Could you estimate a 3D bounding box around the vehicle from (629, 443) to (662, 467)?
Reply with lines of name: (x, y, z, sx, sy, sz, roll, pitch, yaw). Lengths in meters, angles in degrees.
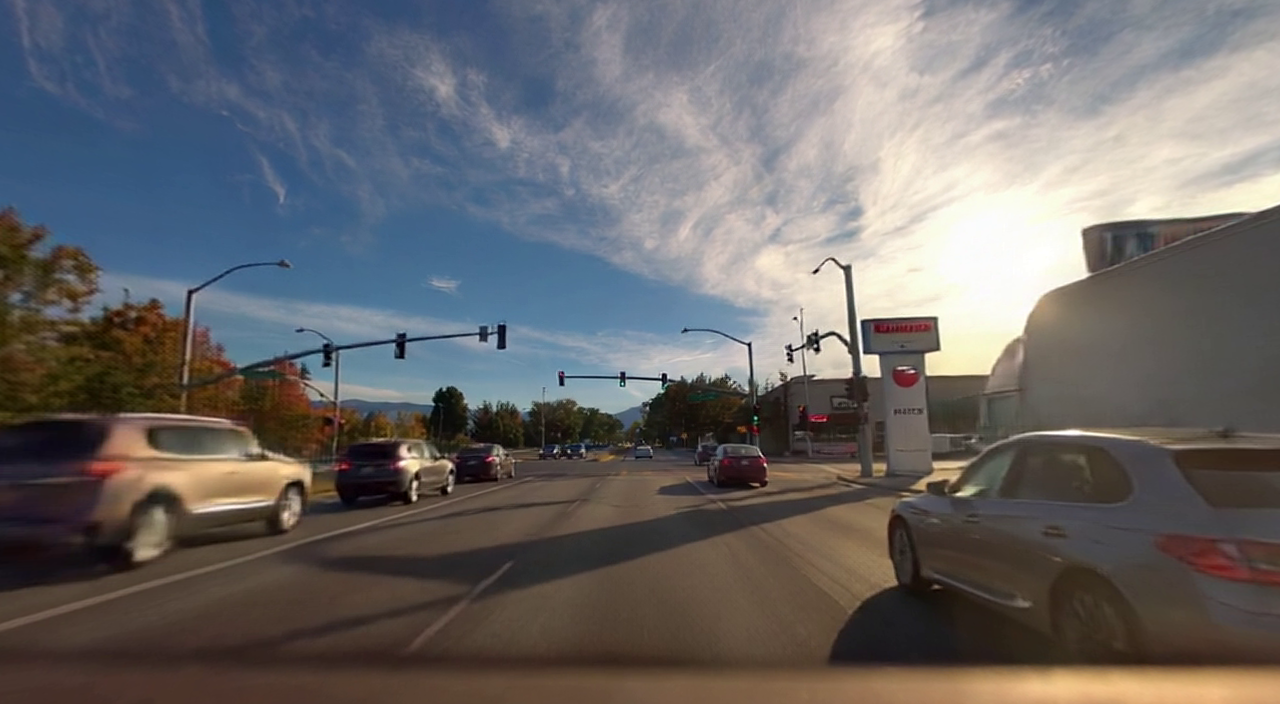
vehicle: (0.328, 6.617, 40.667, 2.008, 1.464, 4.052, 0, -8, -1)

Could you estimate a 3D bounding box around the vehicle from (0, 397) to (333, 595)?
vehicle: (-6.228, 1.690, 8.303, 2.136, 1.837, 4.669, 0, -8, -2)

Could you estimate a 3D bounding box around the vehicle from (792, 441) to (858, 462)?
vehicle: (13.839, 7.506, 47.502, 4.370, 1.517, 1.939, -1, -9, 3)

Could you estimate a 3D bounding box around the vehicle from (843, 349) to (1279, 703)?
vehicle: (3.211, 1.096, 4.121, 2.174, 1.596, 4.779, 0, -8, 0)

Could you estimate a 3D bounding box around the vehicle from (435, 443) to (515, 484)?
vehicle: (-6.501, 4.426, 25.356, 2.038, 1.484, 4.273, 0, -8, 0)

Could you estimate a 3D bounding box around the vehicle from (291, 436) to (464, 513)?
vehicle: (-6.143, 2.909, 15.605, 2.176, 1.591, 4.778, 0, -8, 1)

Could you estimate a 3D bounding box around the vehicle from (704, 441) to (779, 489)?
vehicle: (3.385, 3.829, 21.831, 1.842, 1.480, 4.155, 0, -8, -1)
